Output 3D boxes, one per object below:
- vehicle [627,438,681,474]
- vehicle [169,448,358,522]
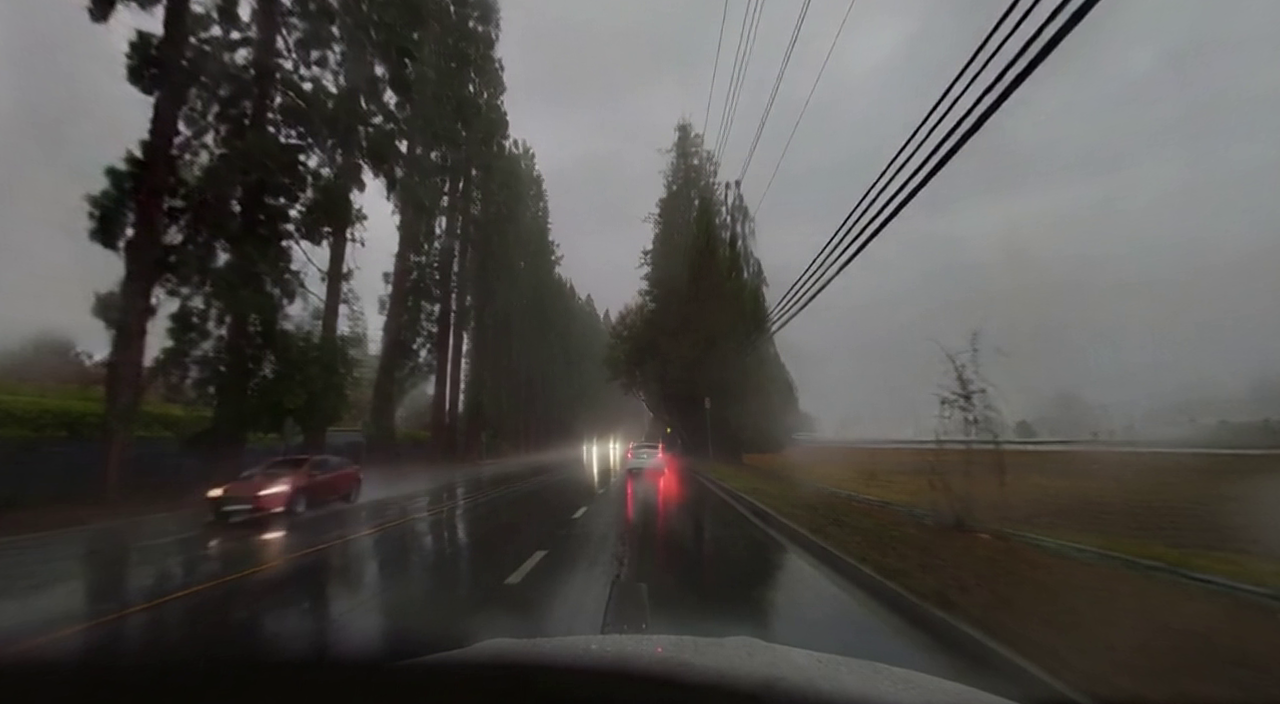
[{"bbox_3d":[0.608,4.539,27.709,2.153,1.461,4.374,0,-8,1],"label":"vehicle"},{"bbox_3d":[-9.023,3.175,15.624,2.061,1.516,4.121,0,-8,1],"label":"vehicle"}]
